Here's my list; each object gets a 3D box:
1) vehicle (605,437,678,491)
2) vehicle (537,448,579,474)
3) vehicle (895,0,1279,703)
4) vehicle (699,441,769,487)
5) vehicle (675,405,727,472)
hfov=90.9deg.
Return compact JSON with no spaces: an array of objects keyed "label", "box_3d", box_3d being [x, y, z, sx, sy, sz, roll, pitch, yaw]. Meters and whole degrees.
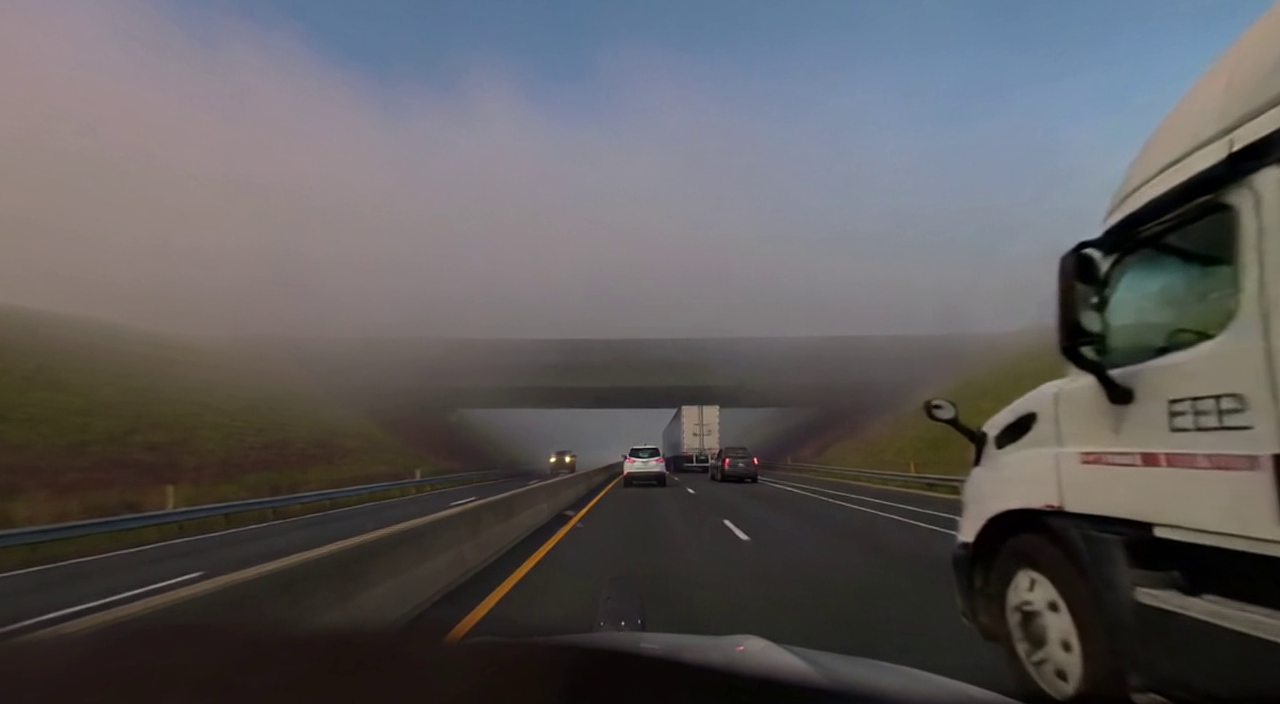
[{"label":"vehicle","box_3d":[0.066,3.800,21.625,2.256,1.615,4.114,-1,-9,1]},{"label":"vehicle","box_3d":[-5.798,7.693,44.784,2.233,1.685,4.222,-2,-9,3]},{"label":"vehicle","box_3d":[3.000,-0.552,0.400,2.987,3.897,5.990,-1,-9,0]},{"label":"vehicle","box_3d":[3.402,4.149,23.587,1.972,1.505,3.946,-1,-9,-1]},{"label":"vehicle","box_3d":[3.837,5.691,41.251,2.948,3.974,6.480,-1,-9,2]}]
